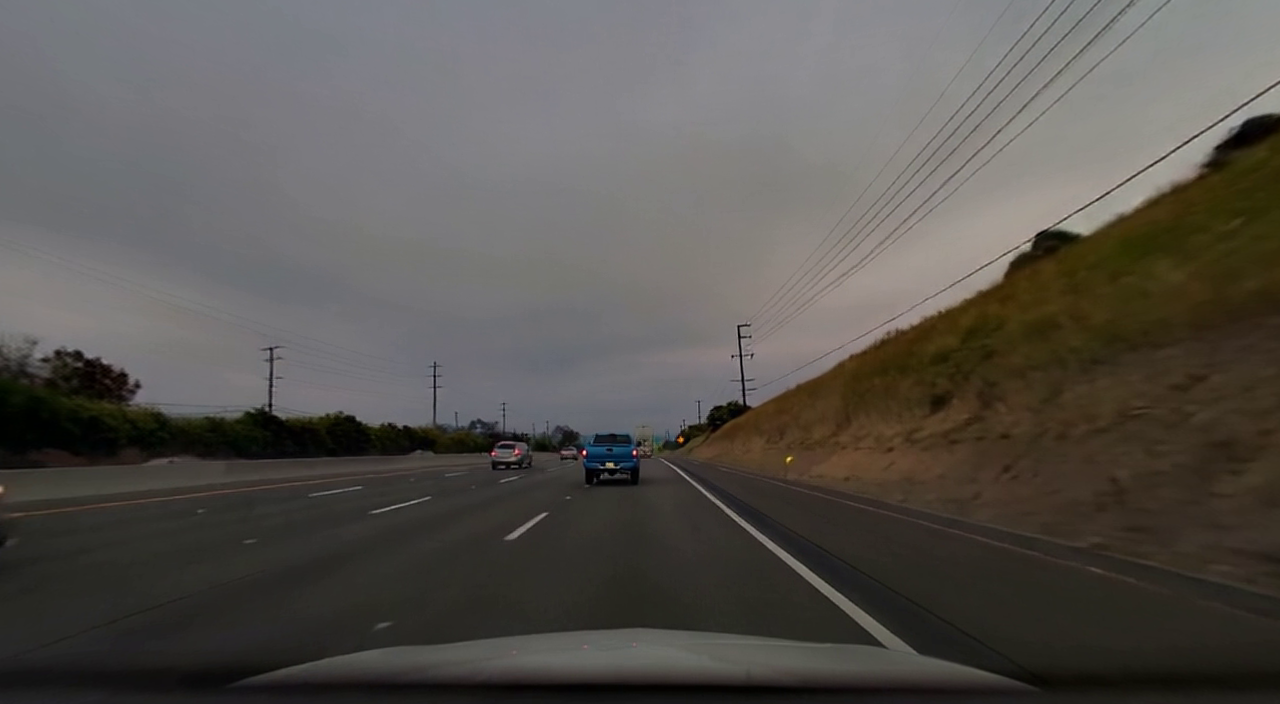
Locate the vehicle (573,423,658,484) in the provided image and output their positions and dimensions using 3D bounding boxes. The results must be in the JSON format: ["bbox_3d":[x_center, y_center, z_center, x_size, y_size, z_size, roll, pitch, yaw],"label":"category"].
[{"bbox_3d":[-0.833,4.022,25.206,2.972,2.087,6.126,0,-9,0],"label":"vehicle"}]

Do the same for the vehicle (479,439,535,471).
[{"bbox_3d":[-7.176,5.607,34.384,2.055,1.618,4.457,0,-9,1],"label":"vehicle"}]
